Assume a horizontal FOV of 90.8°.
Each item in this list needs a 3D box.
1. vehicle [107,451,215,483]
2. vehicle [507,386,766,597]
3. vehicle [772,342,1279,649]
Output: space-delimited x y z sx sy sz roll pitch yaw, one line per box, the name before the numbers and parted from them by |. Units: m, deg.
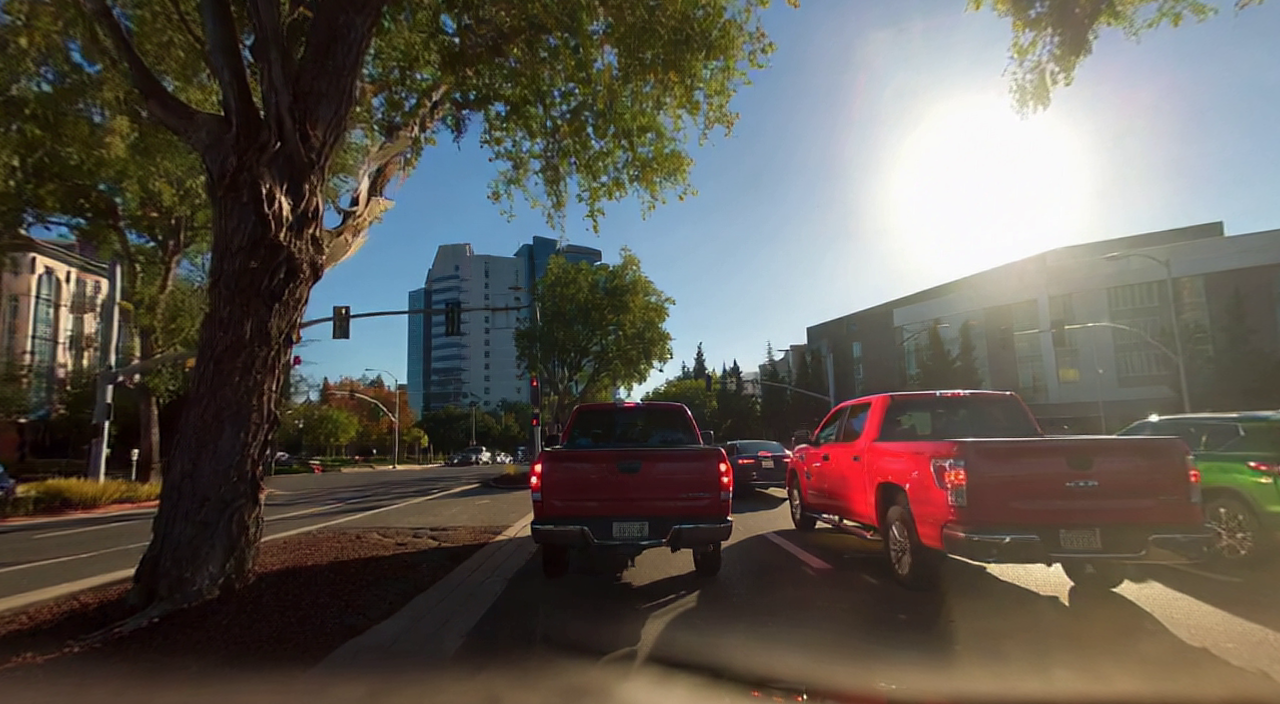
vehicle | -26.377 6.326 35.022 4.437 1.669 1.936 5 -10 -30
vehicle | -0.063 1.577 8.055 2.240 1.821 5.001 0 -9 -1
vehicle | 3.321 1.321 6.927 2.412 1.953 5.682 0 -9 -1
